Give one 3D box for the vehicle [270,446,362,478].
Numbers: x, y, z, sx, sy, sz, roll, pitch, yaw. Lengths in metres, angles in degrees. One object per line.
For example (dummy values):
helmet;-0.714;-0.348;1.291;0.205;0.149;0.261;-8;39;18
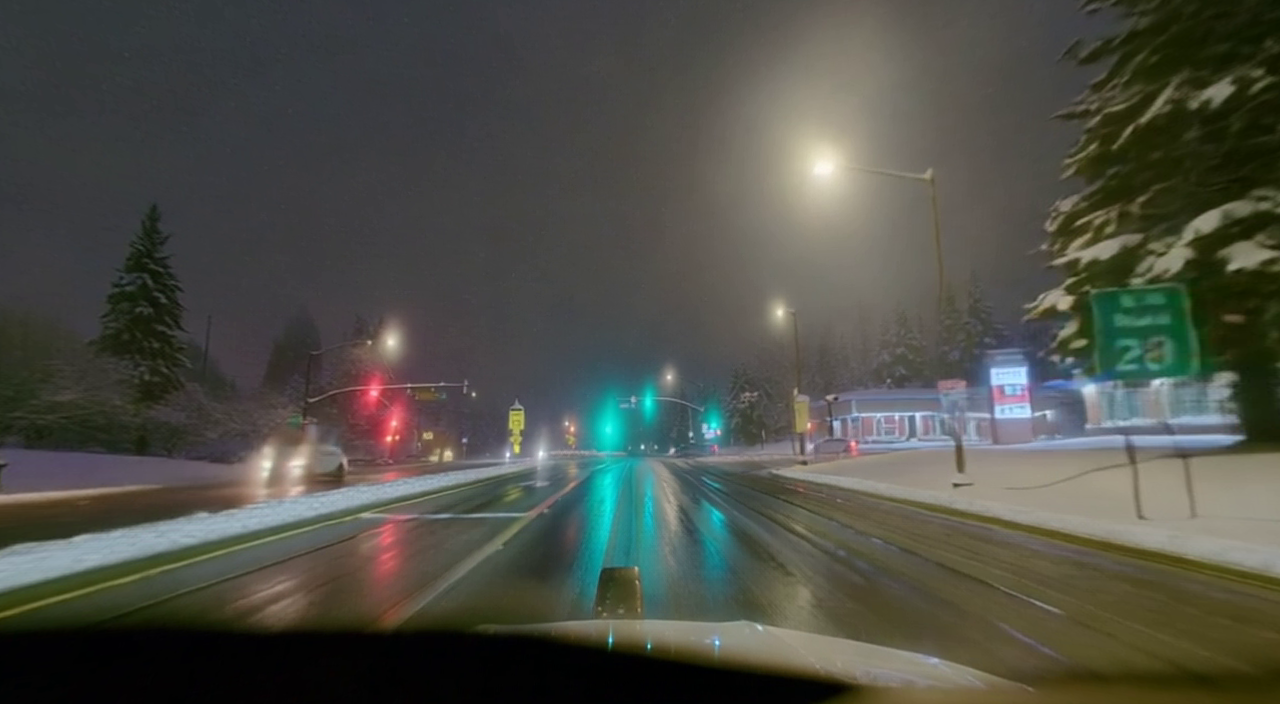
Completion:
vehicle;-15.979;5.428;31.487;1.911;1.478;4.601;-1;-8;4
